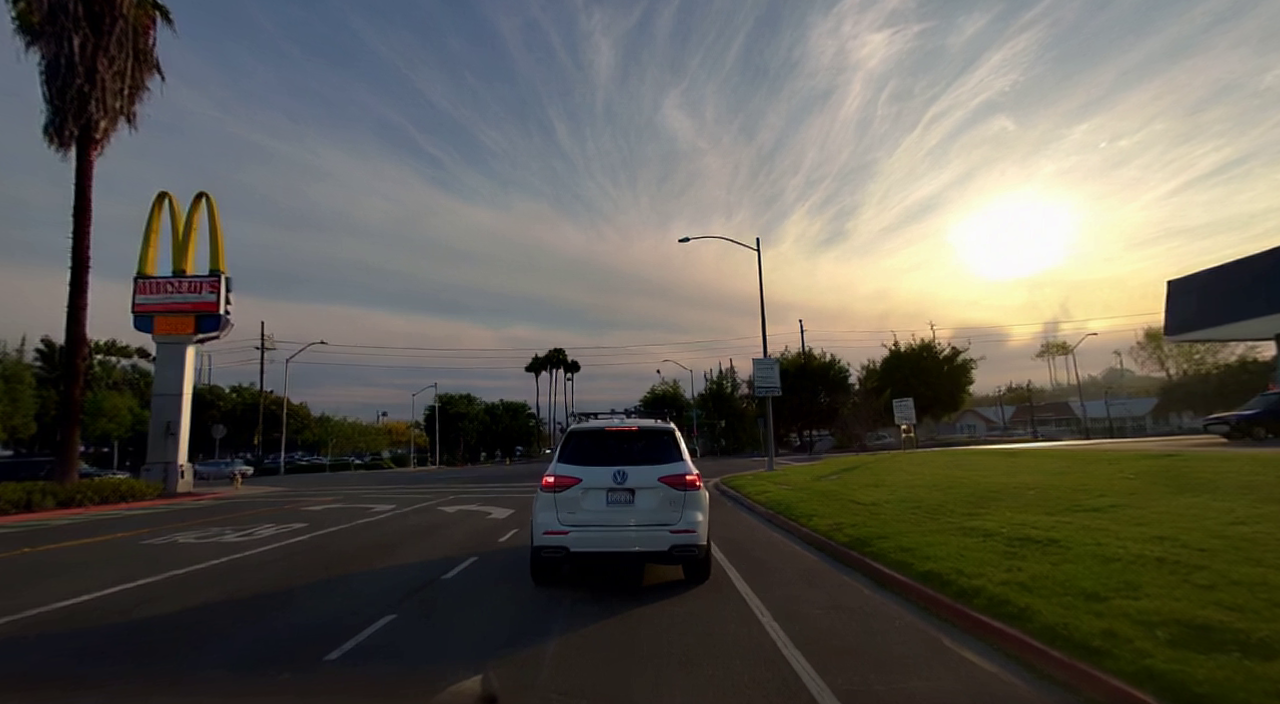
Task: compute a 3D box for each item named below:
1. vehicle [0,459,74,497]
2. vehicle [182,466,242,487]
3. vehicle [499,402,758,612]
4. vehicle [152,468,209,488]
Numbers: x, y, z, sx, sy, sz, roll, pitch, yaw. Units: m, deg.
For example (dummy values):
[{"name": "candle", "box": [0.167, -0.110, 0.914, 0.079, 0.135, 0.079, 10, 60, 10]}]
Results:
[{"name": "vehicle", "box": [-28.001, 5.504, 27.657, 4.341, 1.528, 1.979, 5, -10, -29]}, {"name": "vehicle", "box": [-33.253, 9.676, 49.193, 1.792, 1.439, 3.952, -1, -9, 3]}, {"name": "vehicle", "box": [-0.139, 1.578, 7.281, 2.137, 1.728, 3.926, 0, -9, -1]}, {"name": "vehicle", "box": [-35.582, 9.746, 49.055, 1.641, 1.375, 3.640, 0, -9, 0]}]
